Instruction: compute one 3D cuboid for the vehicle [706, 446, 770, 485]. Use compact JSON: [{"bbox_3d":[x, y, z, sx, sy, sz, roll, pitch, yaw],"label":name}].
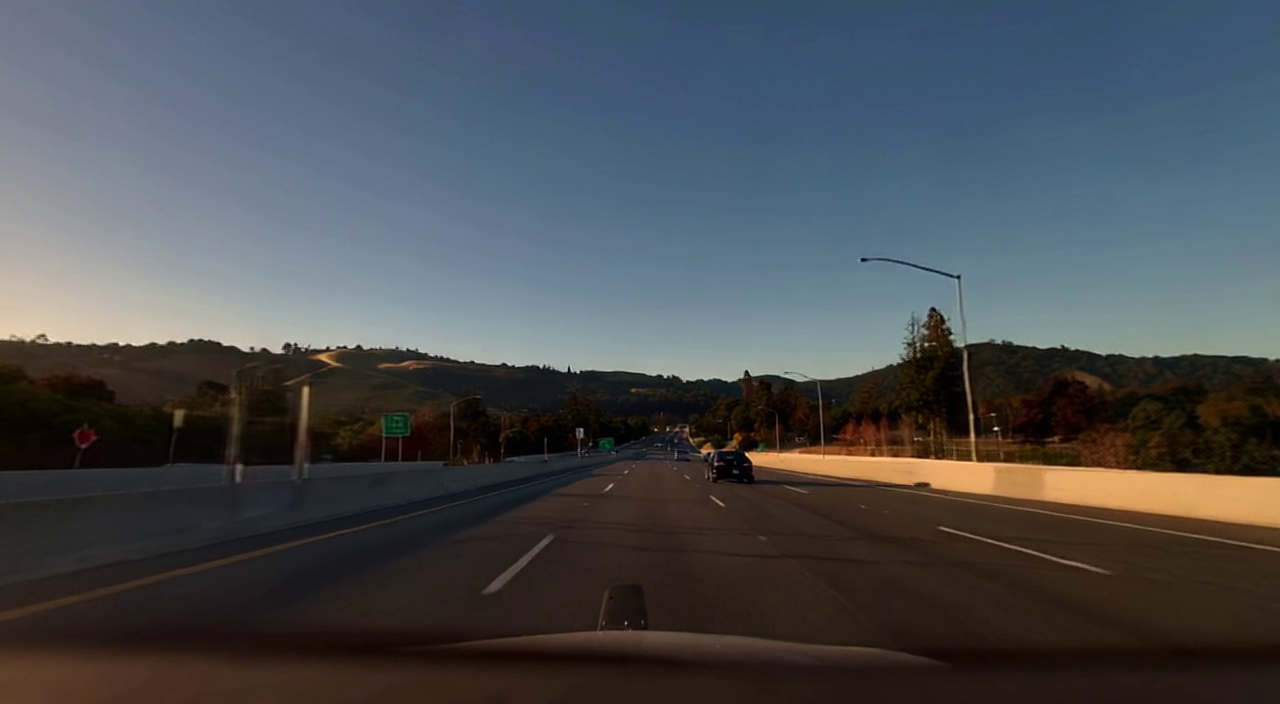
[{"bbox_3d":[3.978,4.657,26.313,1.916,1.469,4.481,0,-8,0],"label":"vehicle"}]
